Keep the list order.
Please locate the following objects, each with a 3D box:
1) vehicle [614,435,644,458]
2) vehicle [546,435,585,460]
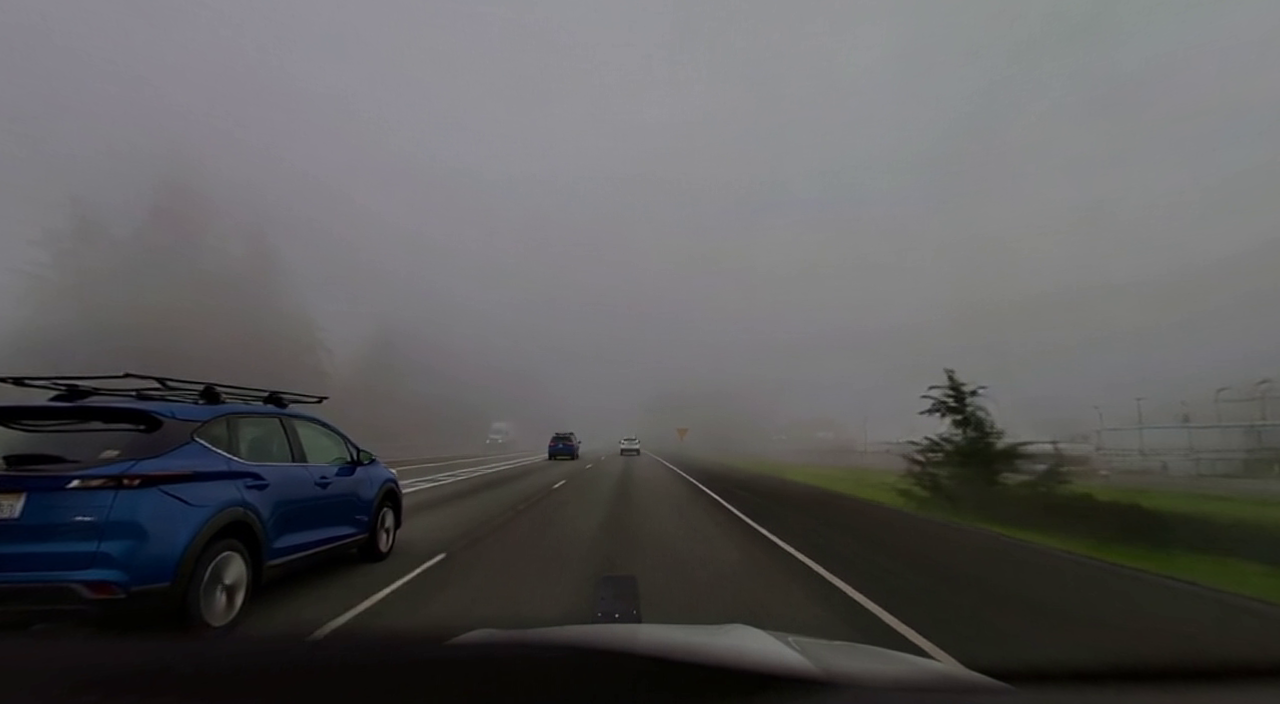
[{"bbox_3d":[-0.785,6.928,46.497,2.151,1.618,3.898,0,-8,0],"label":"vehicle"},{"bbox_3d":[-4.971,6.454,42.739,2.189,1.580,4.607,0,-8,-1],"label":"vehicle"}]
